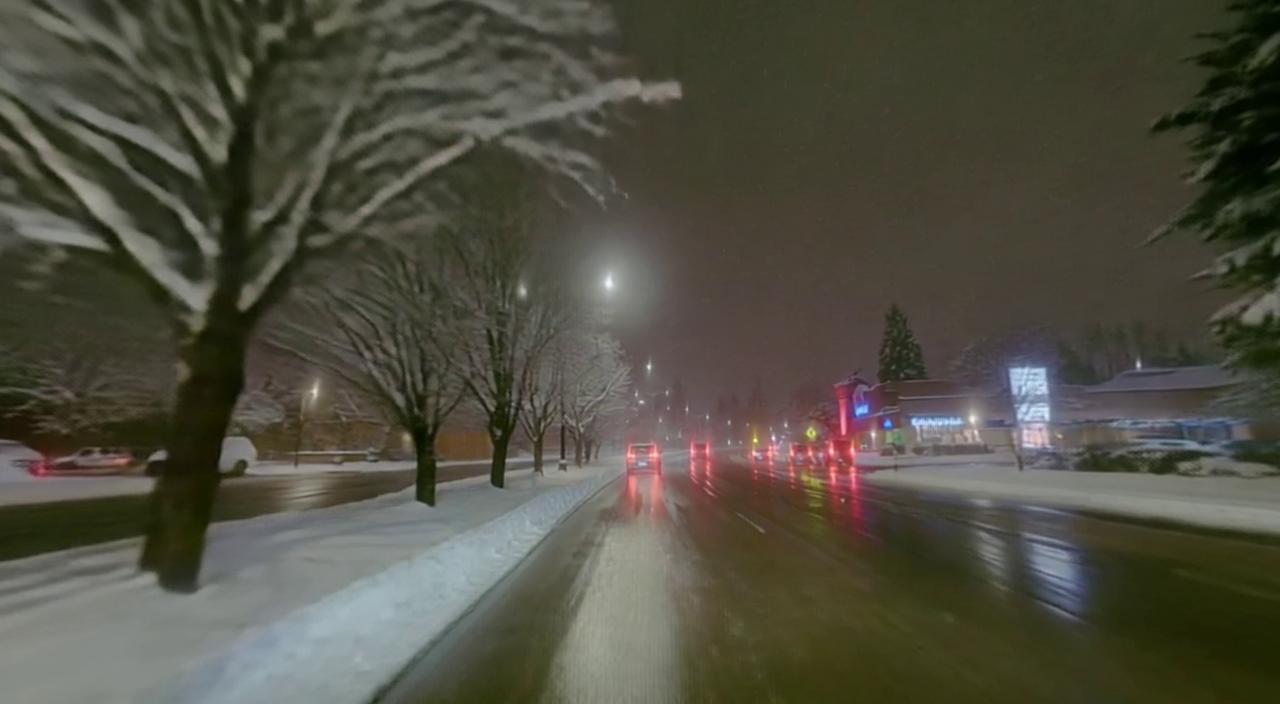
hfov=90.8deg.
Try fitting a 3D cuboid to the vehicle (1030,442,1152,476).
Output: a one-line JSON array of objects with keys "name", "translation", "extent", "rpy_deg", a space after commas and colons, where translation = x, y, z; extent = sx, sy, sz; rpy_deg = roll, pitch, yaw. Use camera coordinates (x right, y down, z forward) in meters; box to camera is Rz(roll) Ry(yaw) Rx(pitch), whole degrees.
[{"name": "vehicle", "translation": [21.170, 5.005, 29.783], "extent": [4.197, 1.505, 1.915], "rpy_deg": [0, -8, 1]}]

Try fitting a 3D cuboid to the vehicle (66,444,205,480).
[{"name": "vehicle", "translation": [-31.678, 6.889, 40.003], "extent": [2.154, 2.021, 6.409], "rpy_deg": [-5, -10, 28]}]

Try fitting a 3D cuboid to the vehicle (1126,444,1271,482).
[{"name": "vehicle", "translation": [21.285, 4.248, 24.202], "extent": [3.811, 1.355, 1.823], "rpy_deg": [0, -9, -1]}]

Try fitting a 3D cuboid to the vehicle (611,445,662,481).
[{"name": "vehicle", "translation": [-0.077, 4.893, 28.070], "extent": [2.095, 1.456, 3.873], "rpy_deg": [-1, -9, 2]}]

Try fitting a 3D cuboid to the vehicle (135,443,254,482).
[{"name": "vehicle", "translation": [-24.375, 6.017, 34.717], "extent": [5.104, 1.947, 2.106], "rpy_deg": [6, -11, -36]}]
